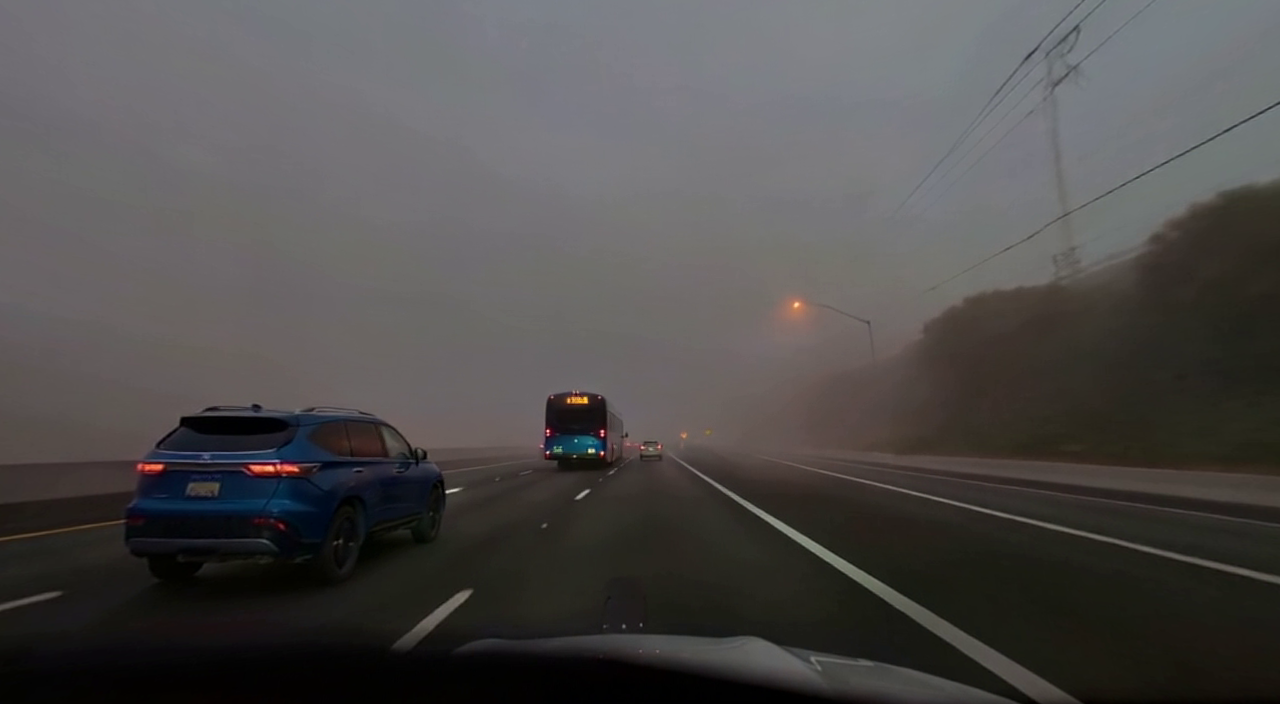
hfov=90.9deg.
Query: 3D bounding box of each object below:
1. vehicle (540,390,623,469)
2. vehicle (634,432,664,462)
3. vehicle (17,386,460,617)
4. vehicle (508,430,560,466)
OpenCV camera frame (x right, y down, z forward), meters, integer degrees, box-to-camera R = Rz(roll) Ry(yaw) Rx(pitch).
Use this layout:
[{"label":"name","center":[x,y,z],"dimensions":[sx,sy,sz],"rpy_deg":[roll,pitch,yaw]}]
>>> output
[{"label":"vehicle","center":[-2.936,4.575,35.830],"dimensions":[3.382,3.712,11.766],"rpy_deg":[1,-9,1]},{"label":"vehicle","center":[0.636,6.845,45.399],"dimensions":[2.083,2.001,4.782],"rpy_deg":[0,-8,1]},{"label":"vehicle","center":[-3.662,1.444,6.959],"dimensions":[2.021,1.730,4.223],"rpy_deg":[0,-8,1]},{"label":"vehicle","center":[-6.790,6.258,41.111],"dimensions":[2.282,2.116,6.030],"rpy_deg":[0,-8,1]}]
